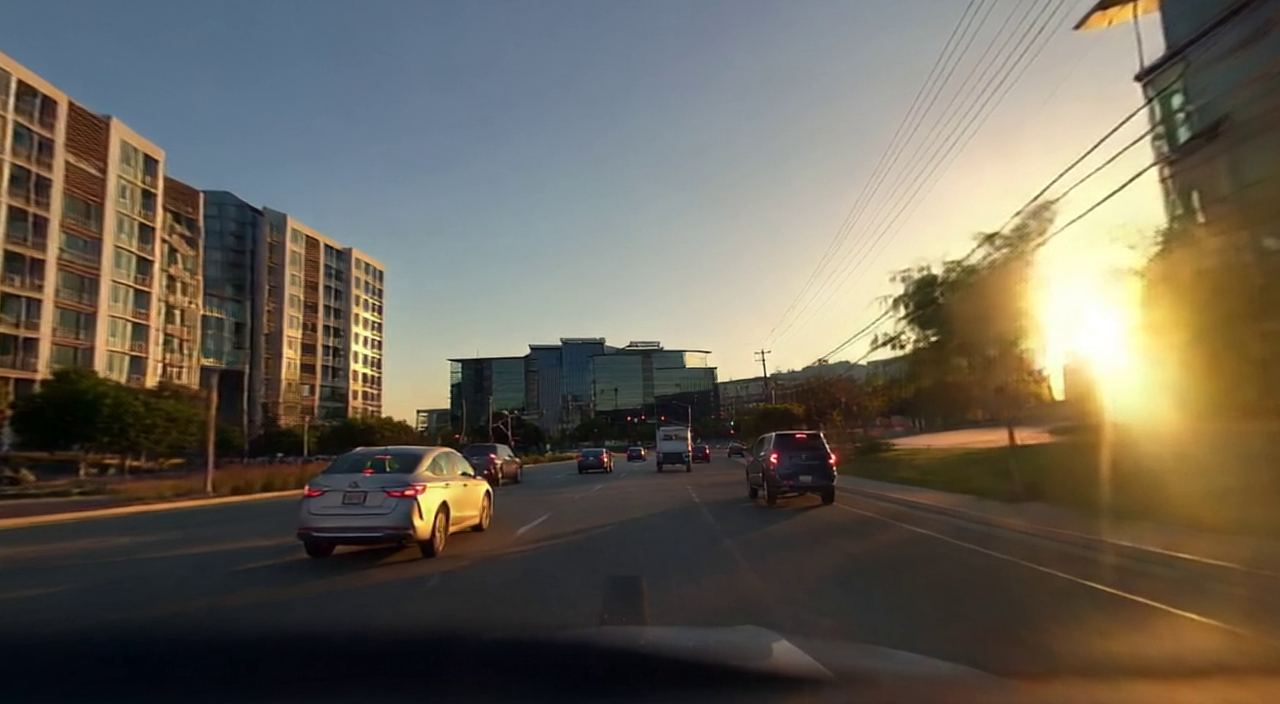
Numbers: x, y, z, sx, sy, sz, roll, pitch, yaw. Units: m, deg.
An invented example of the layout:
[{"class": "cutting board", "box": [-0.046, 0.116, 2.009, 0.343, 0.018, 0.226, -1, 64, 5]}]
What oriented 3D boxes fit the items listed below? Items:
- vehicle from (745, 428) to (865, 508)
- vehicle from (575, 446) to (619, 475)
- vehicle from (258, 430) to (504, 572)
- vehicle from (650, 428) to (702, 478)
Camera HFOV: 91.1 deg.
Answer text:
[{"class": "vehicle", "box": [4.404, 3.174, 17.611, 2.283, 1.923, 4.427, 0, -8, 2]}, {"class": "vehicle", "box": [-2.403, 6.219, 36.378, 1.984, 1.567, 4.311, -1, -9, 4]}, {"class": "vehicle", "box": [-3.462, 2.031, 9.299, 1.934, 1.643, 3.718, 0, -8, 2]}, {"class": "vehicle", "box": [2.090, 5.483, 34.341, 2.457, 2.440, 5.486, -1, -9, 7]}]
